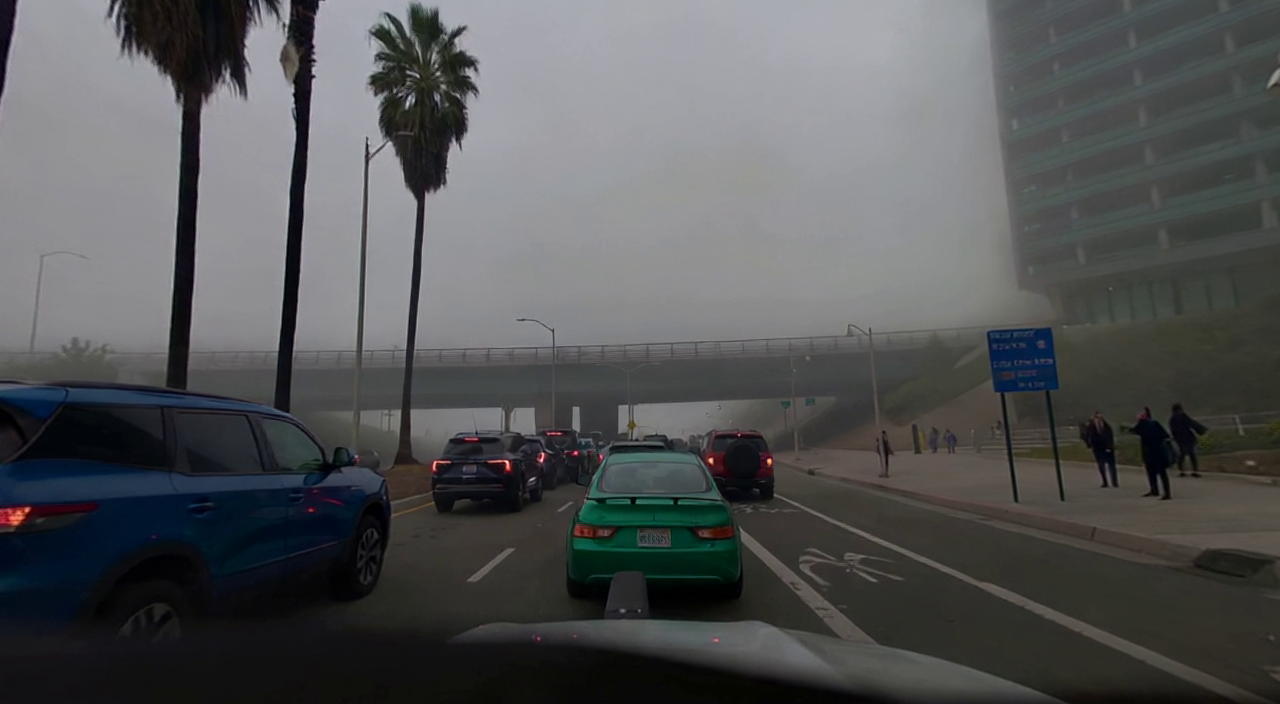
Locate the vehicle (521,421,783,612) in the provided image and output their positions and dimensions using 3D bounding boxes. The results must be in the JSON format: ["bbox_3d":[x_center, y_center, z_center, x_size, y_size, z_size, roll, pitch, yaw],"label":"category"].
[{"bbox_3d":[0.073,1.586,7.039,2.036,1.461,4.129,0,-8,-1],"label":"vehicle"}]

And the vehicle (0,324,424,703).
[{"bbox_3d":[-3.249,1.074,4.190,2.014,1.740,4.359,0,-8,1],"label":"vehicle"}]

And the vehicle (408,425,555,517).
[{"bbox_3d":[-3.161,2.467,13.551,1.955,1.637,4.032,0,-8,2],"label":"vehicle"}]
